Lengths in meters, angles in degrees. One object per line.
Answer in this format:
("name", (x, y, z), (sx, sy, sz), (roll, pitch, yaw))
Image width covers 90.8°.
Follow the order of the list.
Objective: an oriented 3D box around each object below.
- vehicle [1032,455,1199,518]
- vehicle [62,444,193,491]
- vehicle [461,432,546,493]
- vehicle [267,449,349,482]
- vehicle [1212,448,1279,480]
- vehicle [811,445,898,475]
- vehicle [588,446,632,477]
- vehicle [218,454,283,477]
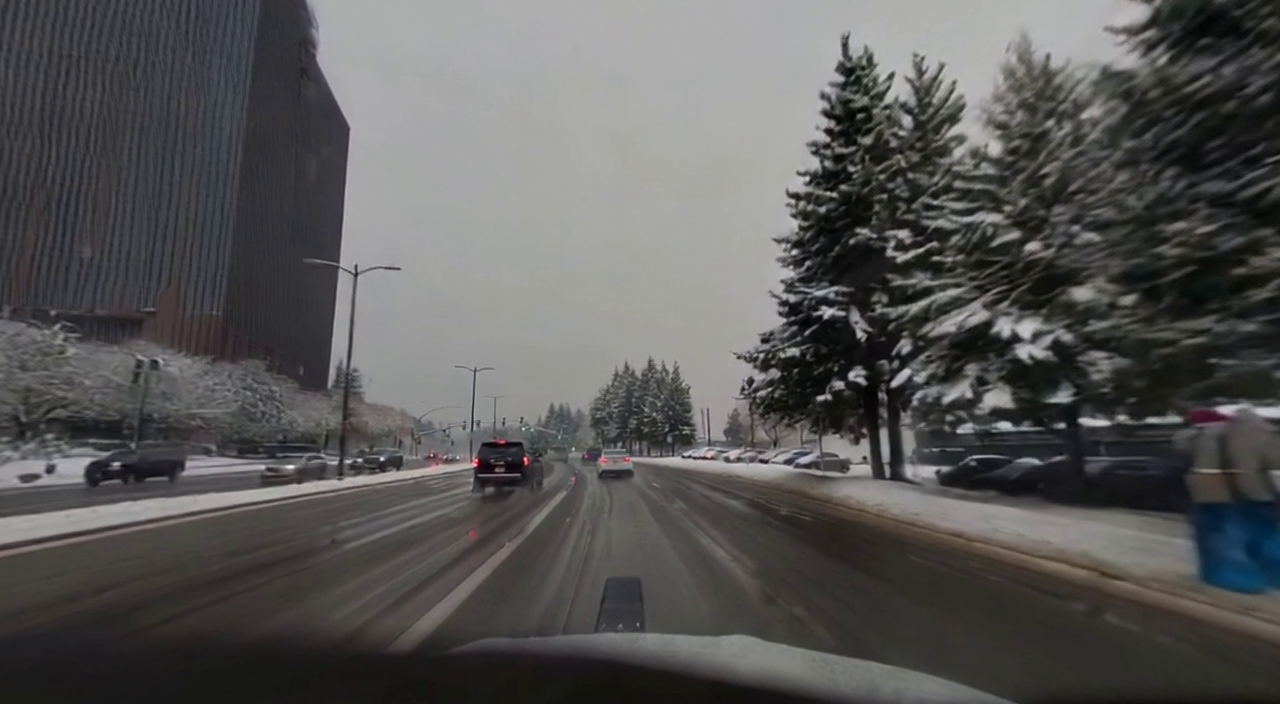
("vehicle", (14.892, 4.187, 20.162), (1.893, 1.646, 4.288), (-1, -8, 0))
("vehicle", (-22.892, 5.139, 28.560), (2.111, 1.874, 4.888), (0, -8, -5))
("vehicle", (-4.413, 3.635, 21.179), (2.001, 1.784, 4.483), (0, -8, -2))
("vehicle", (-15.758, 5.385, 30.287), (1.818, 1.379, 4.350), (0, -8, -4))
("vehicle", (32.870, 5.833, 33.036), (1.864, 1.461, 4.266), (-1, -7, -1))
("vehicle", (12.269, 6.192, 36.340), (4.264, 1.566, 1.854), (-2, -9, 1))
("vehicle", (-1.527, 5.364, 31.163), (2.050, 1.385, 4.096), (0, -8, -4))
("vehicle", (-26.688, 7.781, 43.473), (1.840, 1.430, 4.736), (0, -8, -5))
